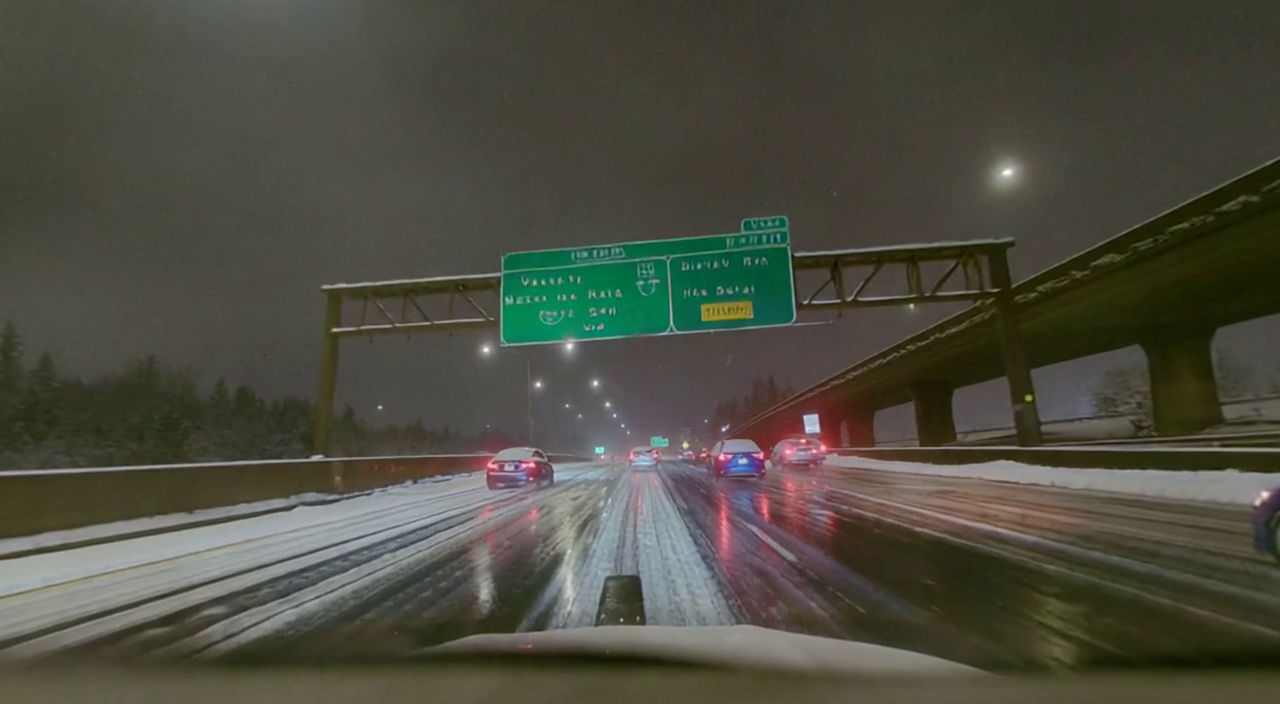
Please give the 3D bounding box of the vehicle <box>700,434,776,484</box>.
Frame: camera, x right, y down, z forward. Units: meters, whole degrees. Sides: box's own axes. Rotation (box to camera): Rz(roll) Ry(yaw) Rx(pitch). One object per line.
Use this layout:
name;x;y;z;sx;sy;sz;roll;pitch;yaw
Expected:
vehicle;3.649;4.086;24.257;2.202;1.748;4.158;0;-9;-1

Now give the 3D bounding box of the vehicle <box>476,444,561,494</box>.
vehicle;-3.996;3.916;21.483;2.031;1.491;4.145;0;-9;1

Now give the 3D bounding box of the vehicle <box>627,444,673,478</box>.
vehicle;0.460;5.193;30.314;2.089;1.493;3.964;0;-9;0
